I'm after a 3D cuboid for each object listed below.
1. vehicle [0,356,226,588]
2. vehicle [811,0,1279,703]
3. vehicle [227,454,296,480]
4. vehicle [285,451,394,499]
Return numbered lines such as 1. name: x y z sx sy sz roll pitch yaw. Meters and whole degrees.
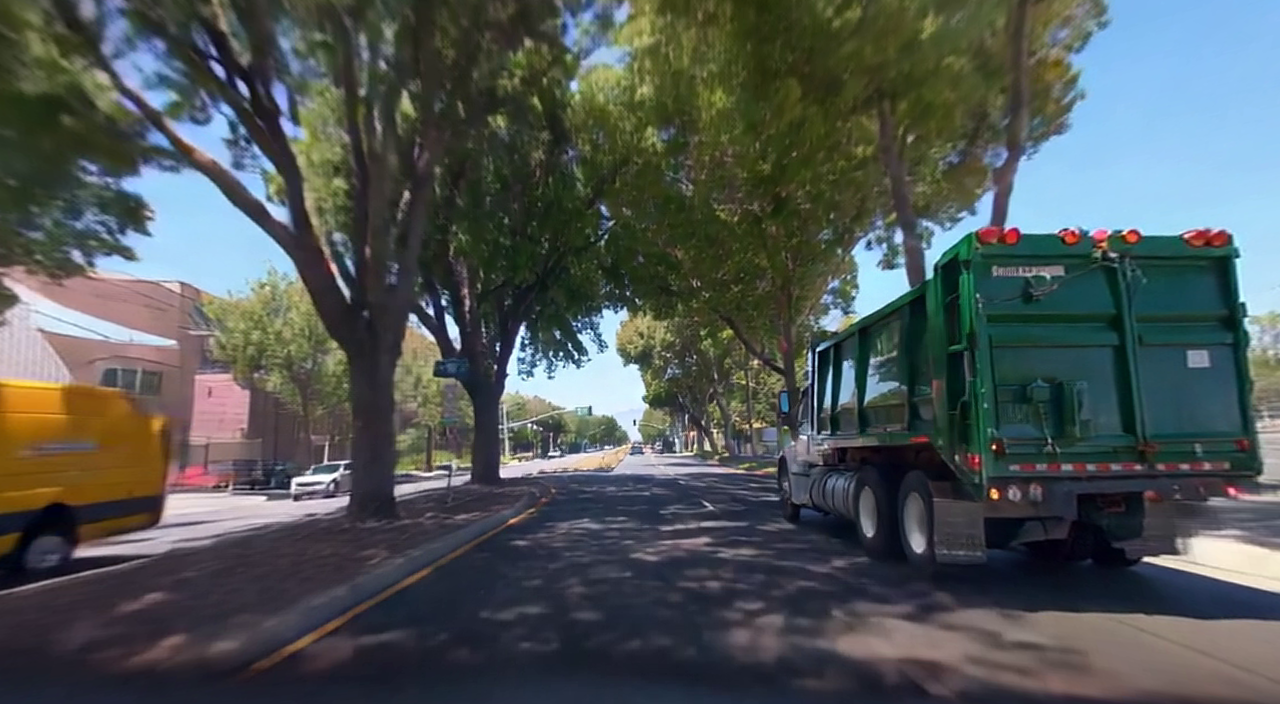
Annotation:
1. vehicle: -10.255 1.651 8.663 3.257 3.085 9.164 0 -9 -3
2. vehicle: 3.967 0.230 3.938 2.731 3.407 10.262 0 -9 -1
3. vehicle: -28.313 8.652 47.515 1.978 1.781 4.917 -3 -11 3
4. vehicle: -13.786 5.652 29.539 2.290 1.943 5.833 0 -9 -1
